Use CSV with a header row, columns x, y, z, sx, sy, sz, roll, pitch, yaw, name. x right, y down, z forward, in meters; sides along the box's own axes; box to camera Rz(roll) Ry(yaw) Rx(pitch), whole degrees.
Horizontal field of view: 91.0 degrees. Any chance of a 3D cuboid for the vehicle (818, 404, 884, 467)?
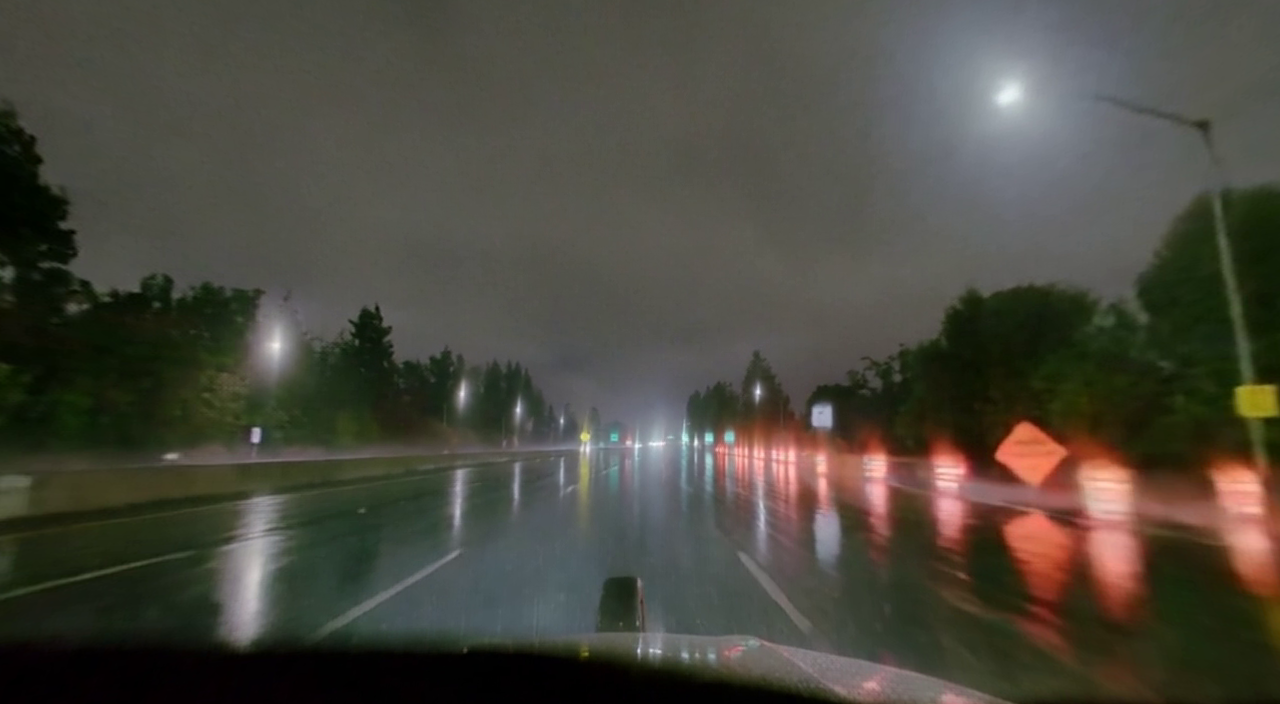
x,y,z,sx,sy,sz,roll,pitch,yaw,name
12.869,5.130,38.687,2.772,3.642,3.493,0,-9,1,vehicle
